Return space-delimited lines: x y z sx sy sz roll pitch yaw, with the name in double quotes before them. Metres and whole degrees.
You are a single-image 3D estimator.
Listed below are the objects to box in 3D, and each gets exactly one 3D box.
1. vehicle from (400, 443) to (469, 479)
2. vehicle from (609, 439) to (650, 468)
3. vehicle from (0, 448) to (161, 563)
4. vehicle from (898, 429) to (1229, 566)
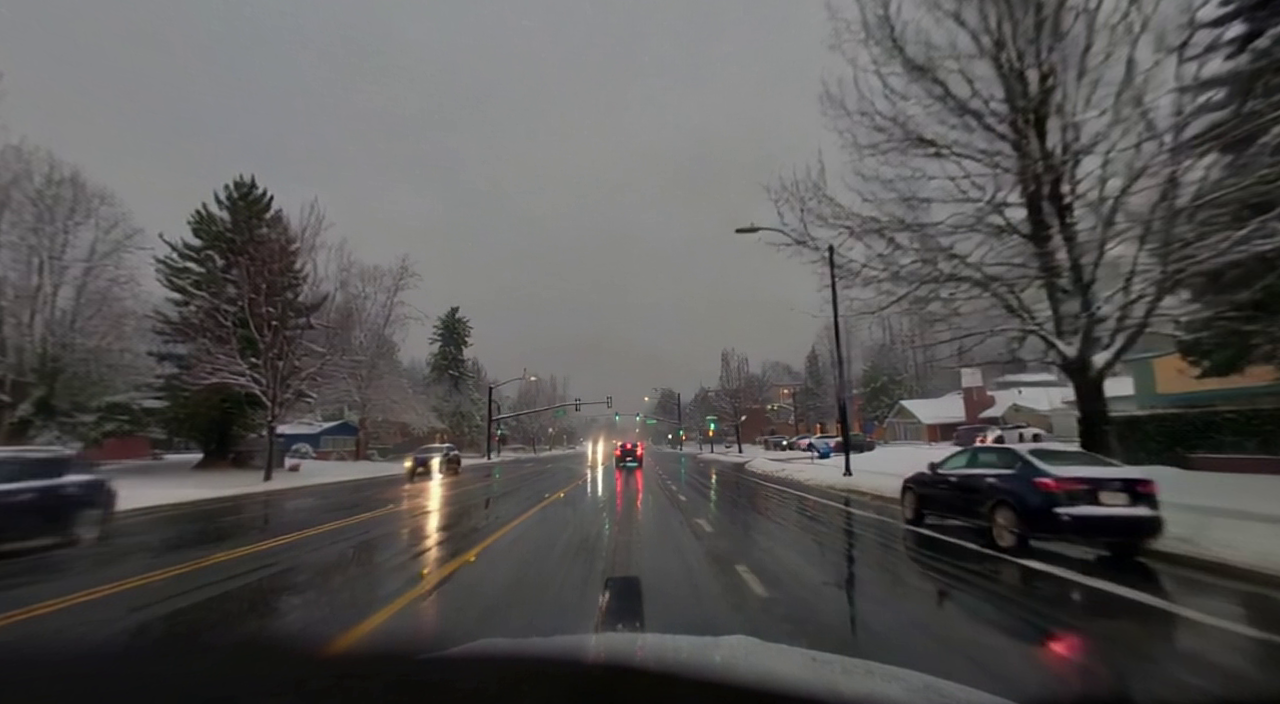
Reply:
"vehicle" -9.969 5.316 31.043 1.945 1.629 4.197 0 -9 0
"vehicle" -0.585 5.545 34.501 2.104 1.462 3.991 0 -9 -1
"vehicle" -9.718 2.203 9.289 1.992 1.547 4.292 0 -9 0
"vehicle" 5.767 1.999 9.427 1.926 1.555 4.106 0 -9 -3
